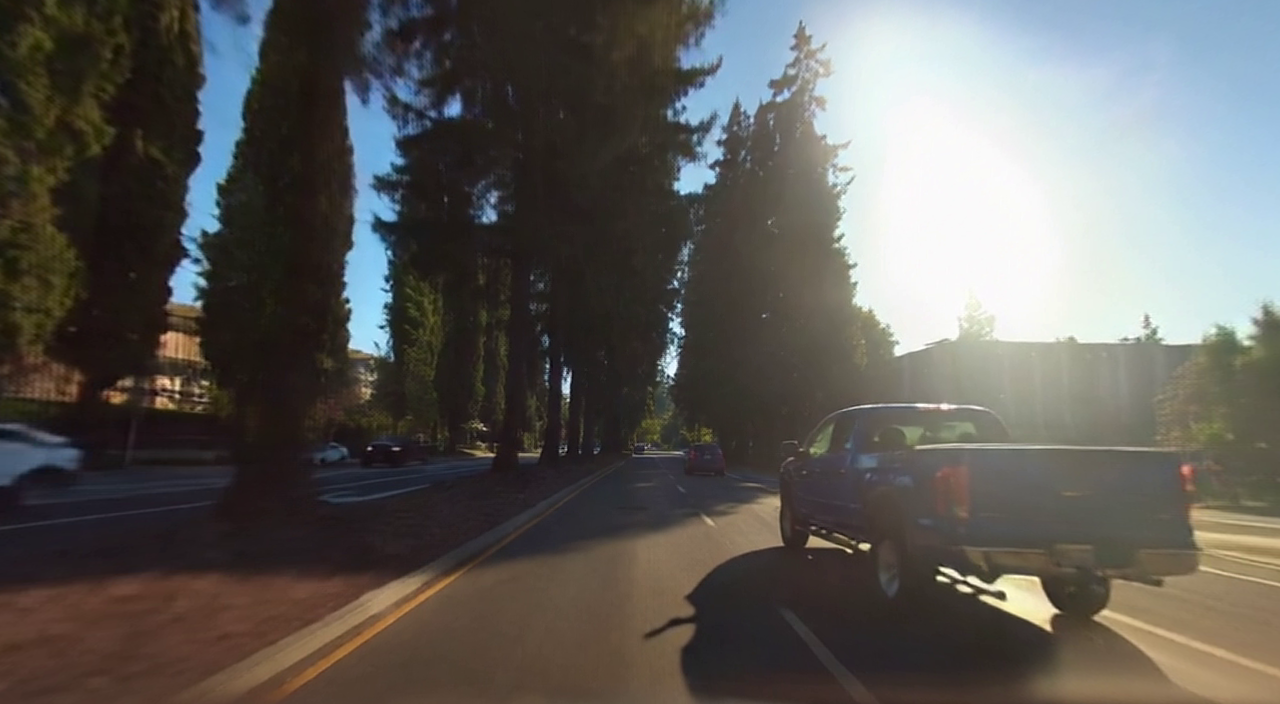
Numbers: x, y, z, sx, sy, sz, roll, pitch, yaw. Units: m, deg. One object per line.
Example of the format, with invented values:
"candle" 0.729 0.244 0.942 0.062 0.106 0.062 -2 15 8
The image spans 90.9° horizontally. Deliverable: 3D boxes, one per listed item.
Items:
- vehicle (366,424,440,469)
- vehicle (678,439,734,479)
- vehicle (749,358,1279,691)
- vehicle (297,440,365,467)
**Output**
"vehicle" -14.612 5.880 39.315 2.359 2.543 5.850 0 -8 0
"vehicle" 3.025 5.036 29.908 2.108 1.712 4.616 0 -8 -1
"vehicle" 2.929 1.418 6.601 2.553 1.942 5.679 0 -8 0
"vehicle" -19.207 6.320 39.439 2.002 1.525 4.353 0 -8 0
